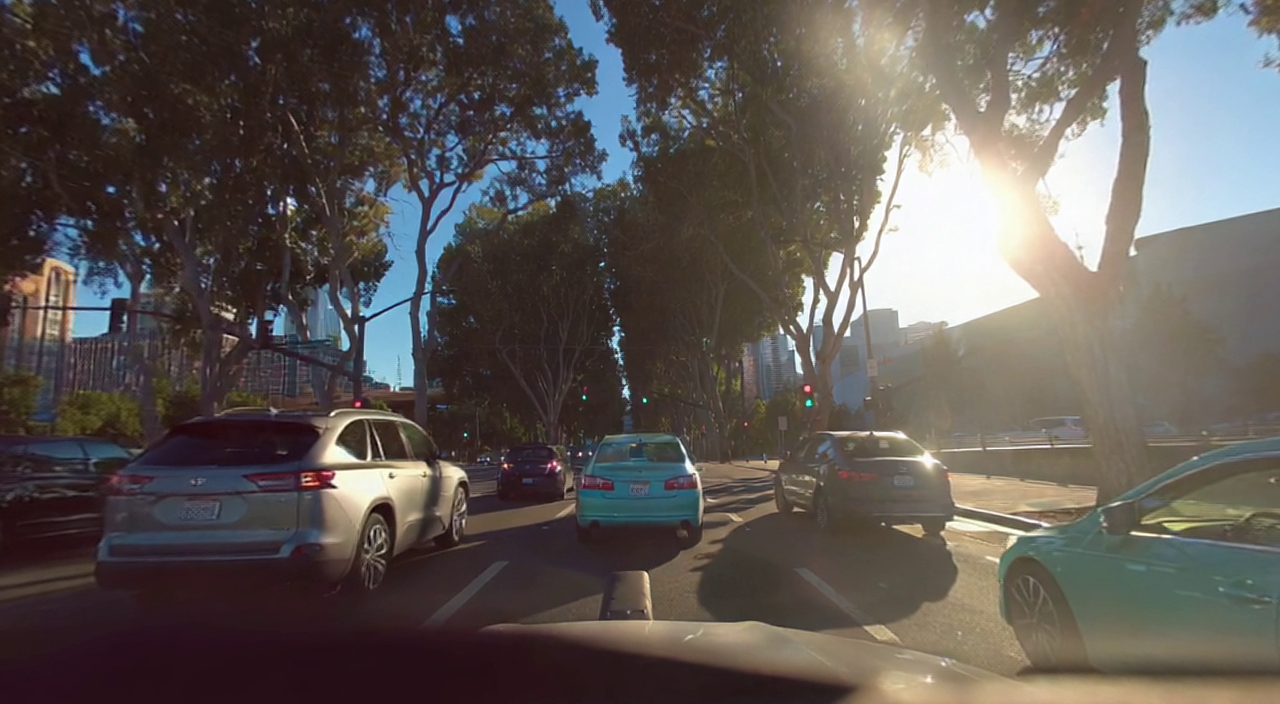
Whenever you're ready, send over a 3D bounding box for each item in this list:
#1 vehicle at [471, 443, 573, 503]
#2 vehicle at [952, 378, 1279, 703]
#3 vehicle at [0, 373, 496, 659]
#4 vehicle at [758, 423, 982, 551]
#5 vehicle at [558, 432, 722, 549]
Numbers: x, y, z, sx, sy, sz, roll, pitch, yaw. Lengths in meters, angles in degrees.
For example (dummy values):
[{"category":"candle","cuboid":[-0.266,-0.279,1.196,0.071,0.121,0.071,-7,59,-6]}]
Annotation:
[{"category":"vehicle","cuboid":[-3.079,3.248,17.365,1.975,1.420,4.196,0,-8,1]},{"category":"vehicle","cuboid":[3.313,0.956,2.738,1.899,1.588,3.888,0,-9,0]},{"category":"vehicle","cuboid":[-3.114,1.355,6.277,2.168,1.750,4.625,-1,-8,1]},{"category":"vehicle","cuboid":[3.427,2.096,10.491,2.040,1.647,4.379,0,-8,0]},{"category":"vehicle","cuboid":[-0.009,2.116,10.295,2.147,1.507,3.953,0,-8,0]}]
